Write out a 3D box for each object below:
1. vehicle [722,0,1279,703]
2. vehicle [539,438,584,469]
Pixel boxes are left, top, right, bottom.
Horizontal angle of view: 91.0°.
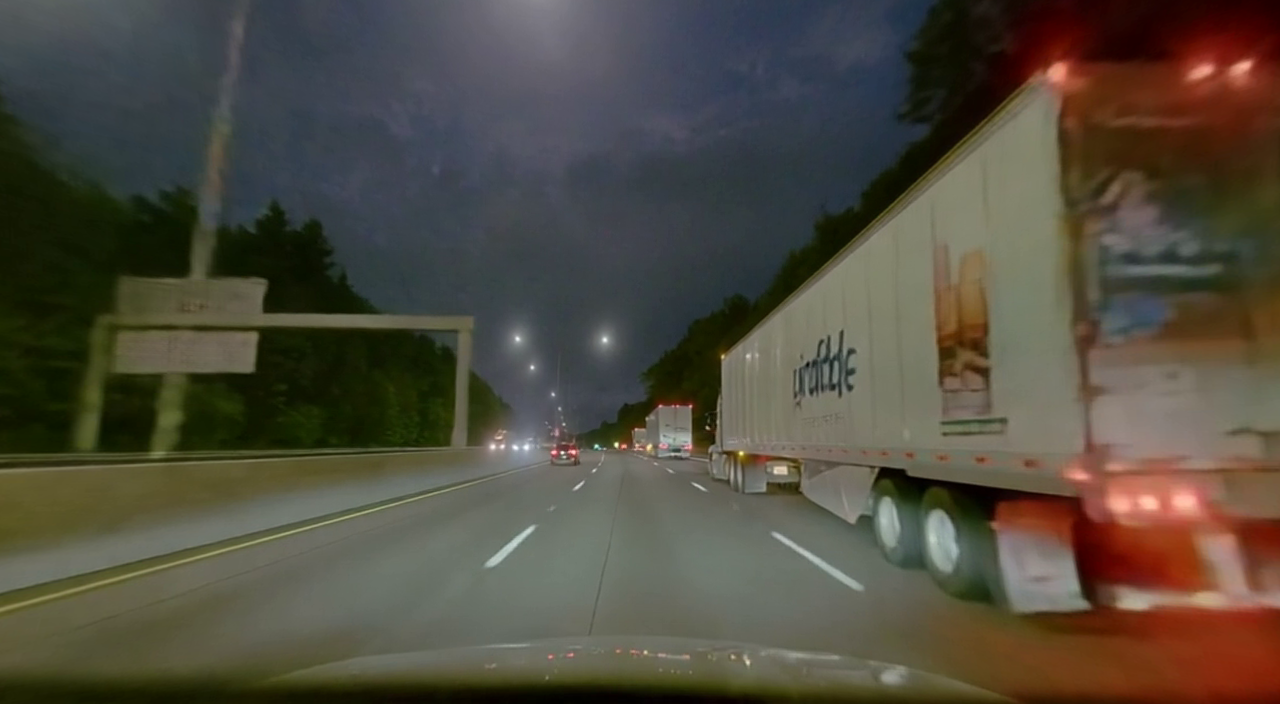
[{"bbox_3d":[3.735,0.600,9.002,2.948,4.045,13.051,0,-8,-2],"label":"vehicle"},{"bbox_3d":[-4.433,5.810,36.224,2.206,1.644,4.027,0,-8,-2],"label":"vehicle"}]
